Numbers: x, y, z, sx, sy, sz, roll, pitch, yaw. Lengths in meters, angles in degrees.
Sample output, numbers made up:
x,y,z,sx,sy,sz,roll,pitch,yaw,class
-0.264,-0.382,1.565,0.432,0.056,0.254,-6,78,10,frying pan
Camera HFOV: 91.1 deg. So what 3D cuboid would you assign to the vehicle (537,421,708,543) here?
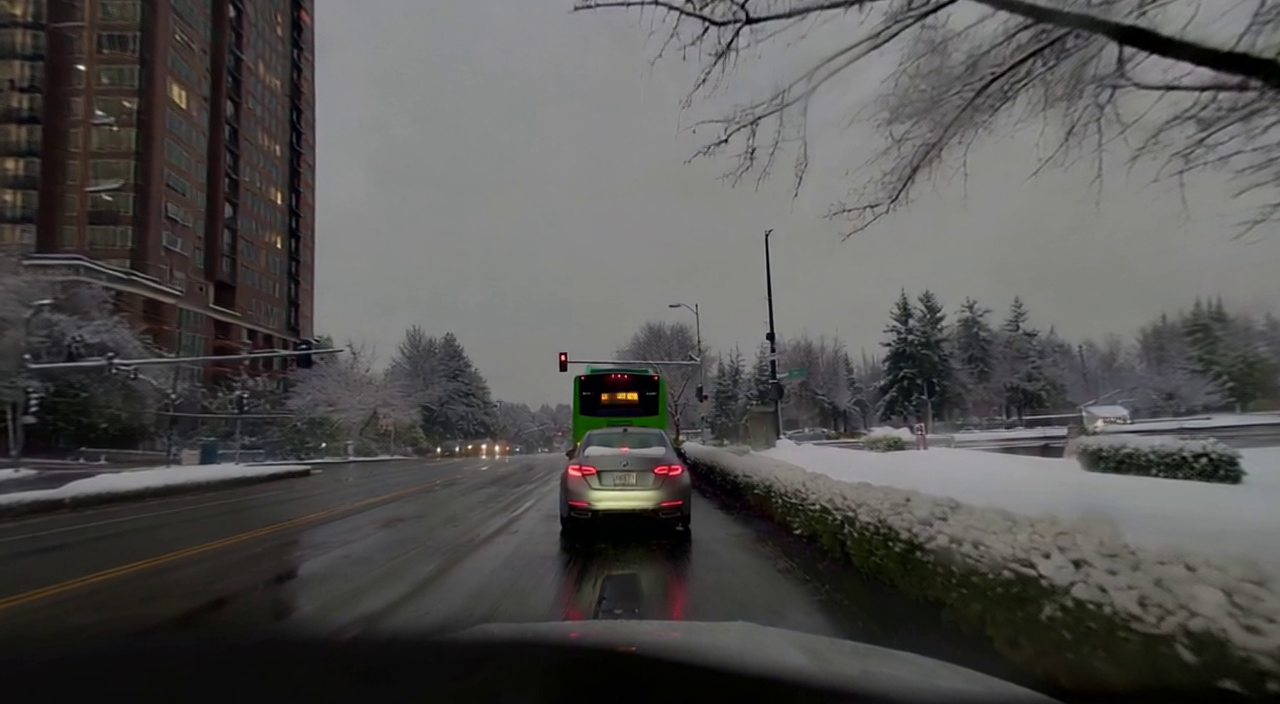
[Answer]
x,y,z,sx,sy,sz,roll,pitch,yaw,class
-0.256,1.844,9.656,2.064,1.452,3.942,0,-8,-1,vehicle
